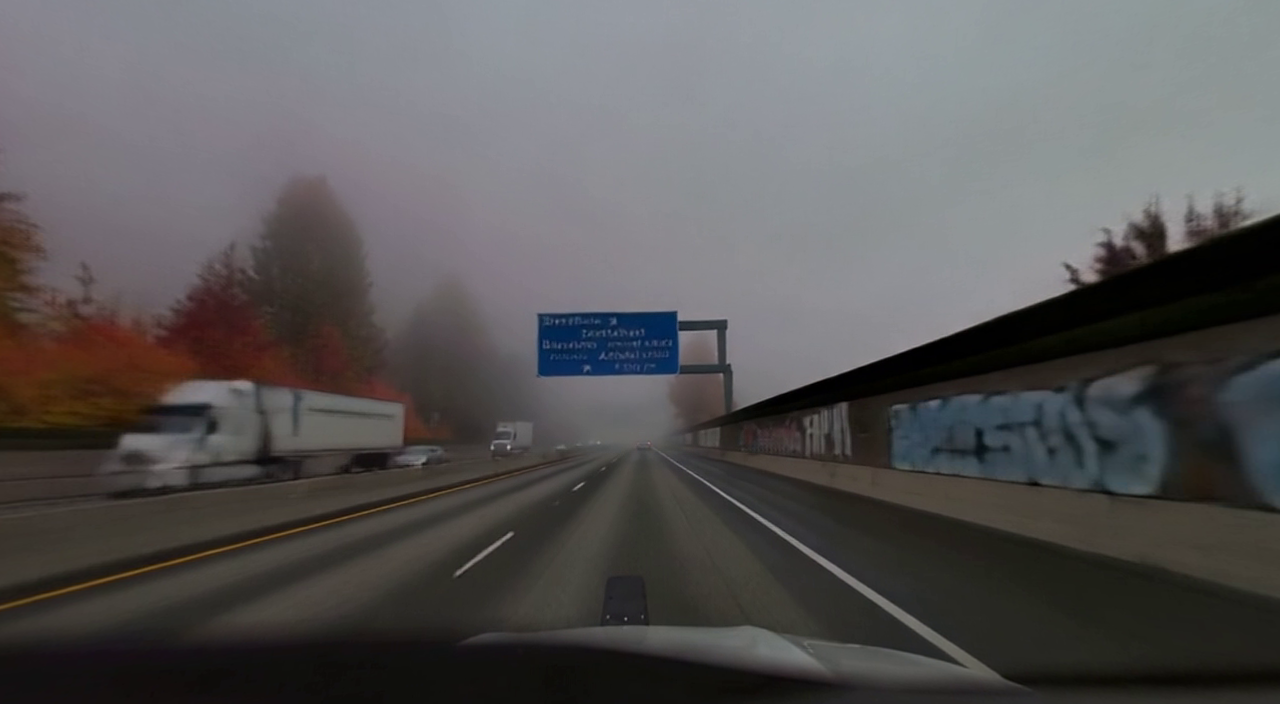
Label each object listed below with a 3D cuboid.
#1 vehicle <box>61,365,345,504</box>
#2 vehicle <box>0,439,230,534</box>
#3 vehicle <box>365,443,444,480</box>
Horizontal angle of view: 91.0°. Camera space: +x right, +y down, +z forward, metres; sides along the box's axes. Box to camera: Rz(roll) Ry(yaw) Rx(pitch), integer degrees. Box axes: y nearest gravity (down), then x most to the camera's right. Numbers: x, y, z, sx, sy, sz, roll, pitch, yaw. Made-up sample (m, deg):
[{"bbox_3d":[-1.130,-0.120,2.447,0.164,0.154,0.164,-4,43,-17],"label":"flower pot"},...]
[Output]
[{"bbox_3d":[-14.715,3.023,22.850,2.994,3.947,9.906,0,-8,1],"label":"vehicle"},{"bbox_3d":[-10.497,2.521,12.494,1.884,1.546,4.094,0,-8,1],"label":"vehicle"},{"bbox_3d":[-10.717,4.976,28.963,1.905,1.561,4.252,0,-8,1],"label":"vehicle"}]
